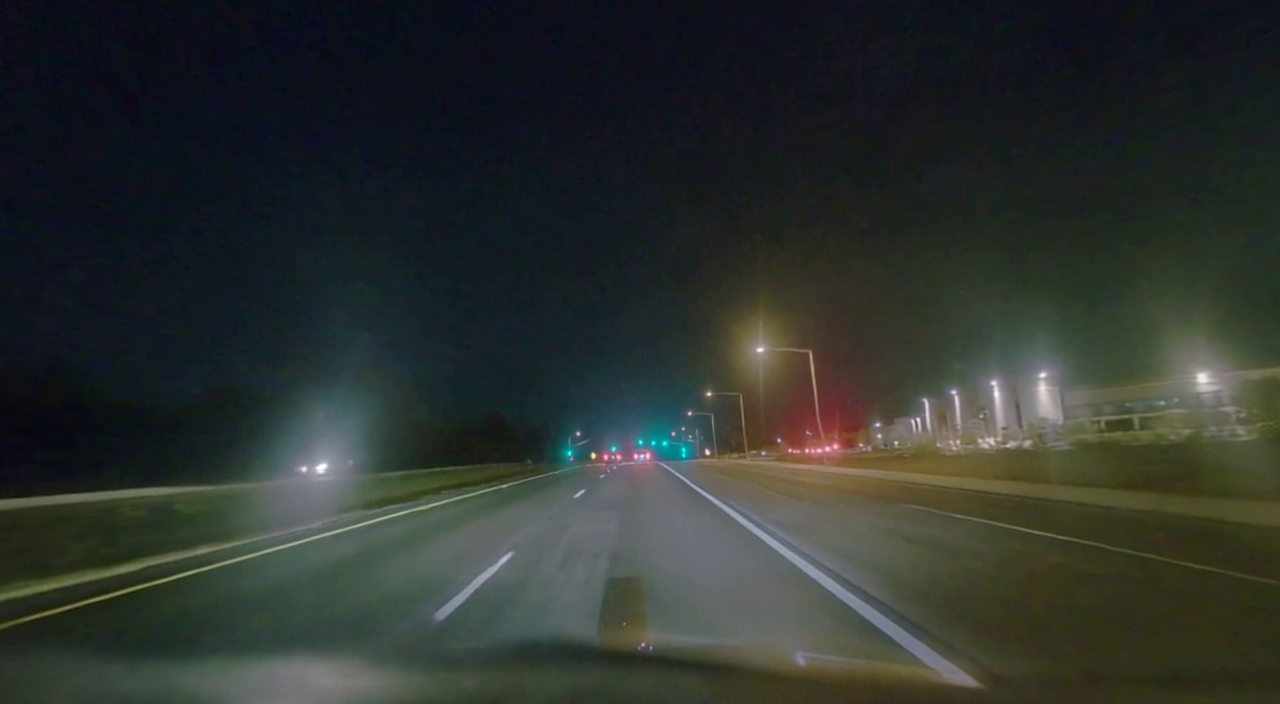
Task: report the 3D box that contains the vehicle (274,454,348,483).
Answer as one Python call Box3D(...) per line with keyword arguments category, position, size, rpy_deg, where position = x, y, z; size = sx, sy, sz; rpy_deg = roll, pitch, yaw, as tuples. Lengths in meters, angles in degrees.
Box3D(category="vehicle", position=(-20.802, 7.369, 40.197), size=(2.047, 1.683, 4.959), rpy_deg=(0, -8, 0))
